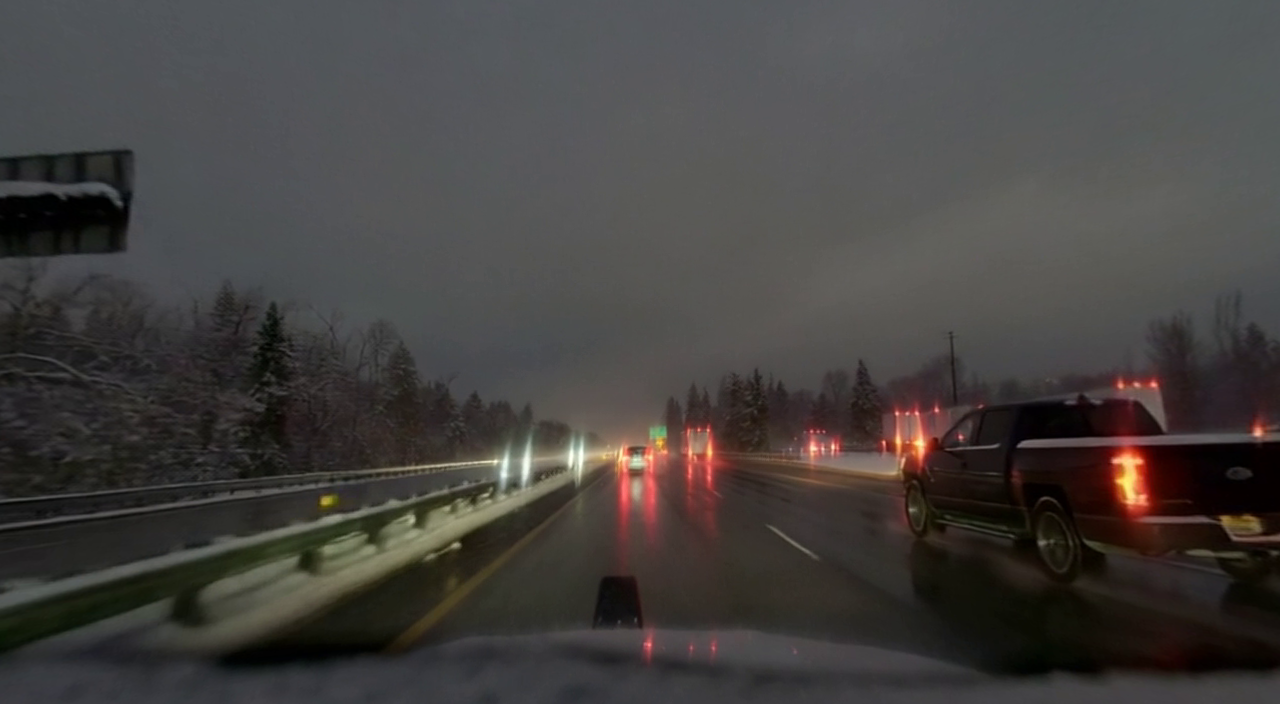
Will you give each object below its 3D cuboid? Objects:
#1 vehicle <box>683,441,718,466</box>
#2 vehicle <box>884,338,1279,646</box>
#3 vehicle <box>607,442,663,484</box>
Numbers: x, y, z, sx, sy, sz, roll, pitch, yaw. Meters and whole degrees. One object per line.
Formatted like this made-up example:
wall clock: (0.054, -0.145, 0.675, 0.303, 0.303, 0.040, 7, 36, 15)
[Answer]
vehicle: (4.116, 6.939, 42.958, 1.936, 1.589, 3.915, 0, -9, -1)
vehicle: (4.630, 1.235, 6.436, 2.261, 1.952, 4.784, 0, -9, 0)
vehicle: (-0.185, 4.261, 24.320, 2.029, 1.483, 3.769, 0, -9, 0)
